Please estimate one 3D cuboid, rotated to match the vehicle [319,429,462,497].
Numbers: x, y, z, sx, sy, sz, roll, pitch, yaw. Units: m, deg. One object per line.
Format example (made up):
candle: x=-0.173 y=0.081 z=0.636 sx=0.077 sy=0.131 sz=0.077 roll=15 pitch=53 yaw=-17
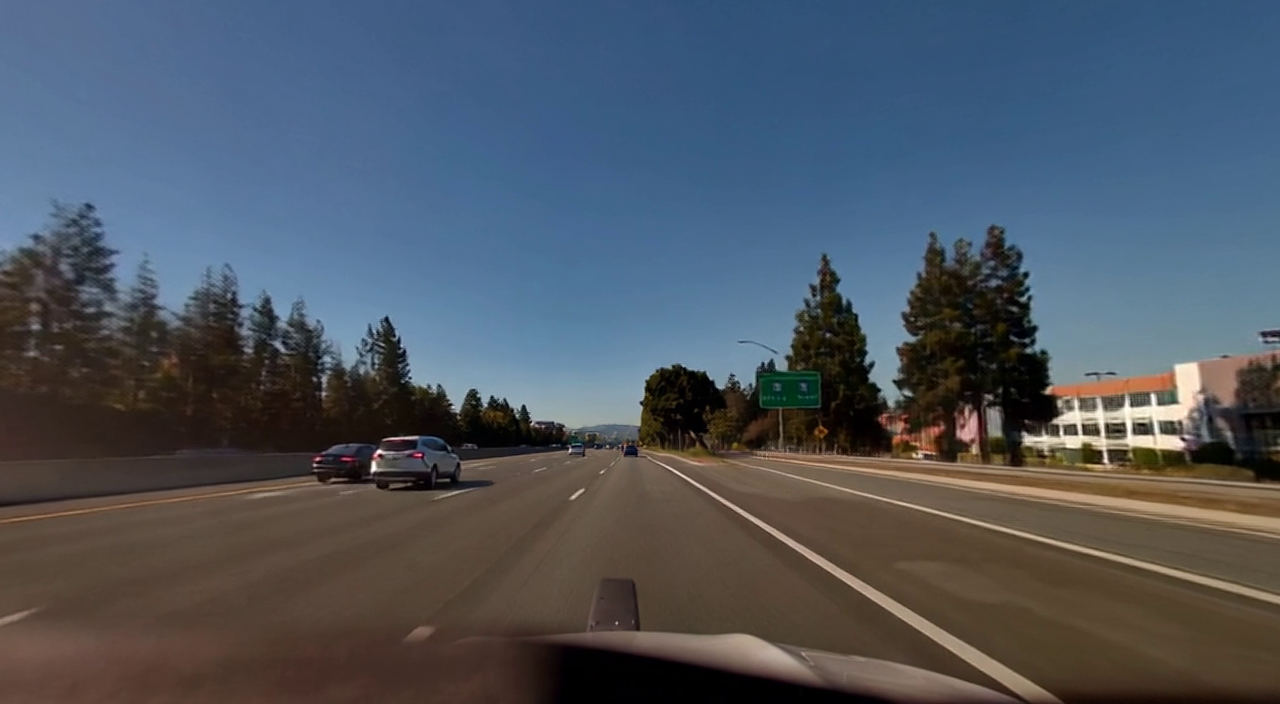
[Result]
vehicle: x=-6.720 y=3.051 z=17.728 sx=2.016 sy=1.606 sz=4.806 roll=1 pitch=-8 yaw=1
